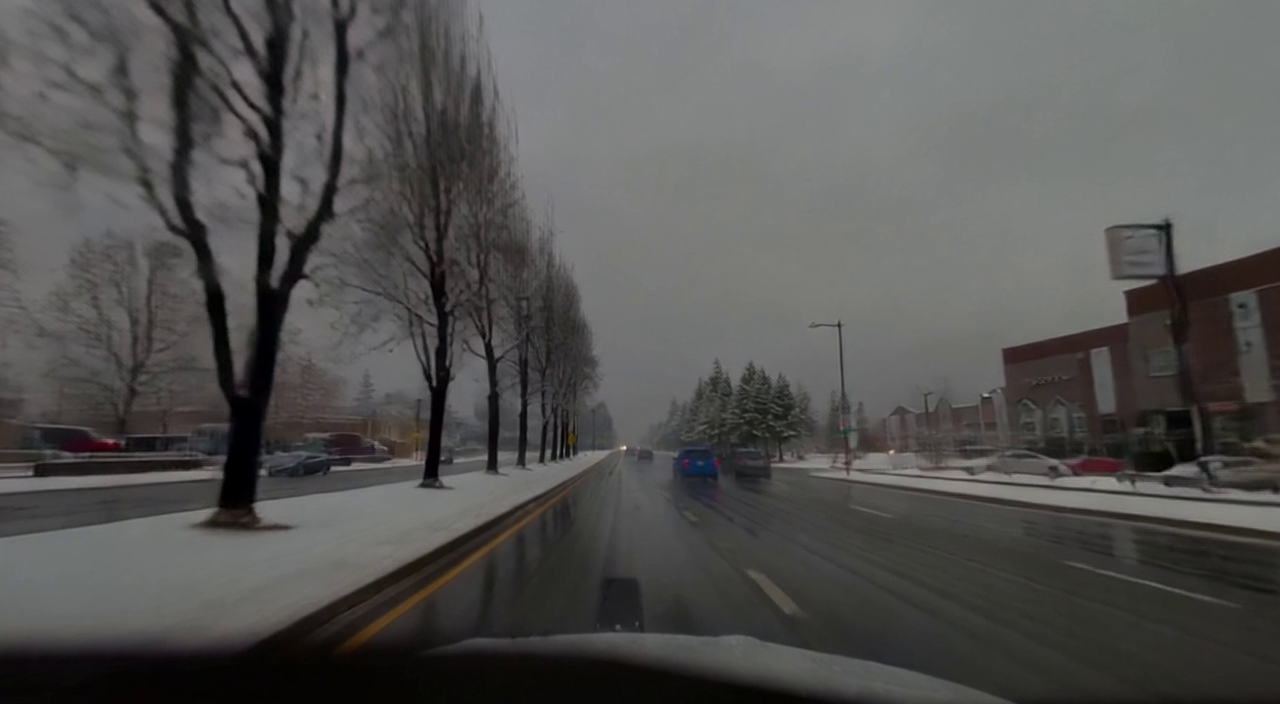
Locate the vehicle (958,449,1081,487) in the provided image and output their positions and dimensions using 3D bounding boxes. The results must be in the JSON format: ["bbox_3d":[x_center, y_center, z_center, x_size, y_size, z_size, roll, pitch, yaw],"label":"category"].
[{"bbox_3d":[16.511,5.011,27.443,4.486,1.532,1.939,3,-9,-15],"label":"vehicle"}]

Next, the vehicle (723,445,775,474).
[{"bbox_3d":[5.947,5.914,34.890,1.886,1.528,4.169,1,-9,-4],"label":"vehicle"}]

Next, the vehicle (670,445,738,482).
[{"bbox_3d":[2.628,4.737,27.114,2.256,1.451,4.313,1,-9,-3],"label":"vehicle"}]

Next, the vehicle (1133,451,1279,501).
[{"bbox_3d":[18.651,3.889,20.015,4.727,1.433,2.088,2,-9,-13],"label":"vehicle"}]
